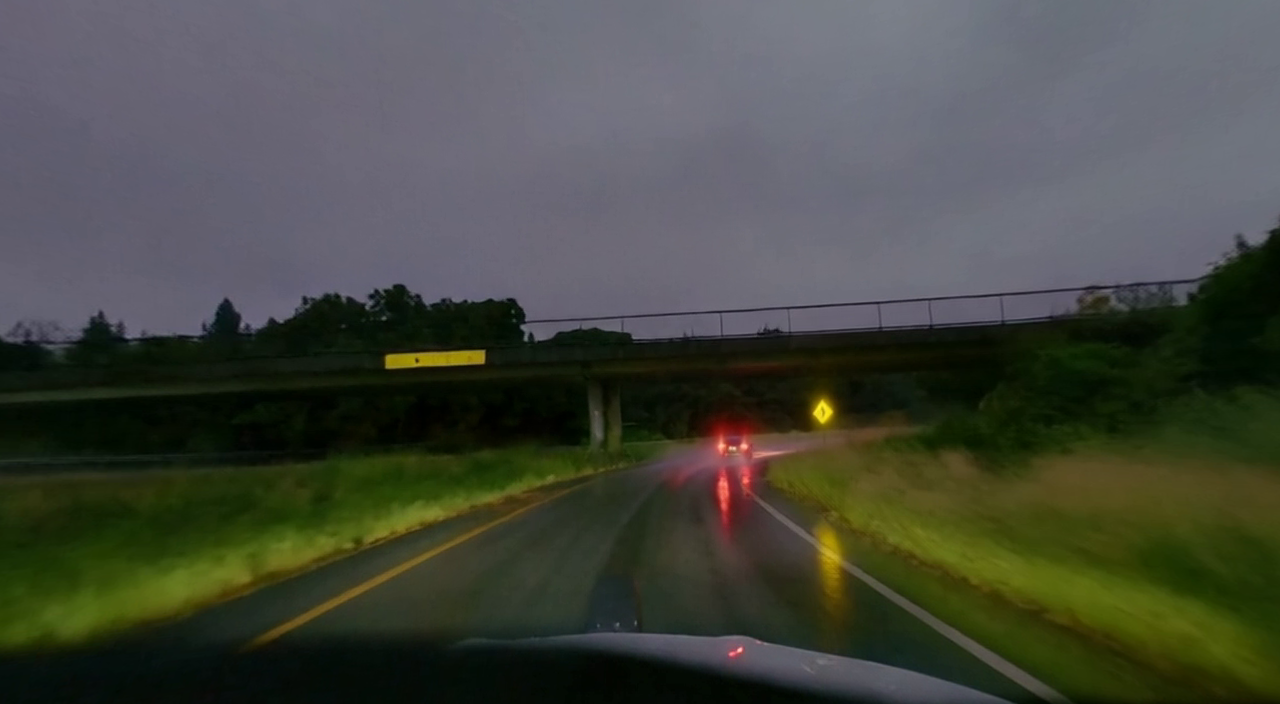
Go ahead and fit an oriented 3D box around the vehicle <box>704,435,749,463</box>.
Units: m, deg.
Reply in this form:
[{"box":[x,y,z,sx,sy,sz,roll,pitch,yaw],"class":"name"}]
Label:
[{"box":[4.952,5.483,35.618,1.980,1.449,3.650,-3,-9,15],"class":"vehicle"}]
